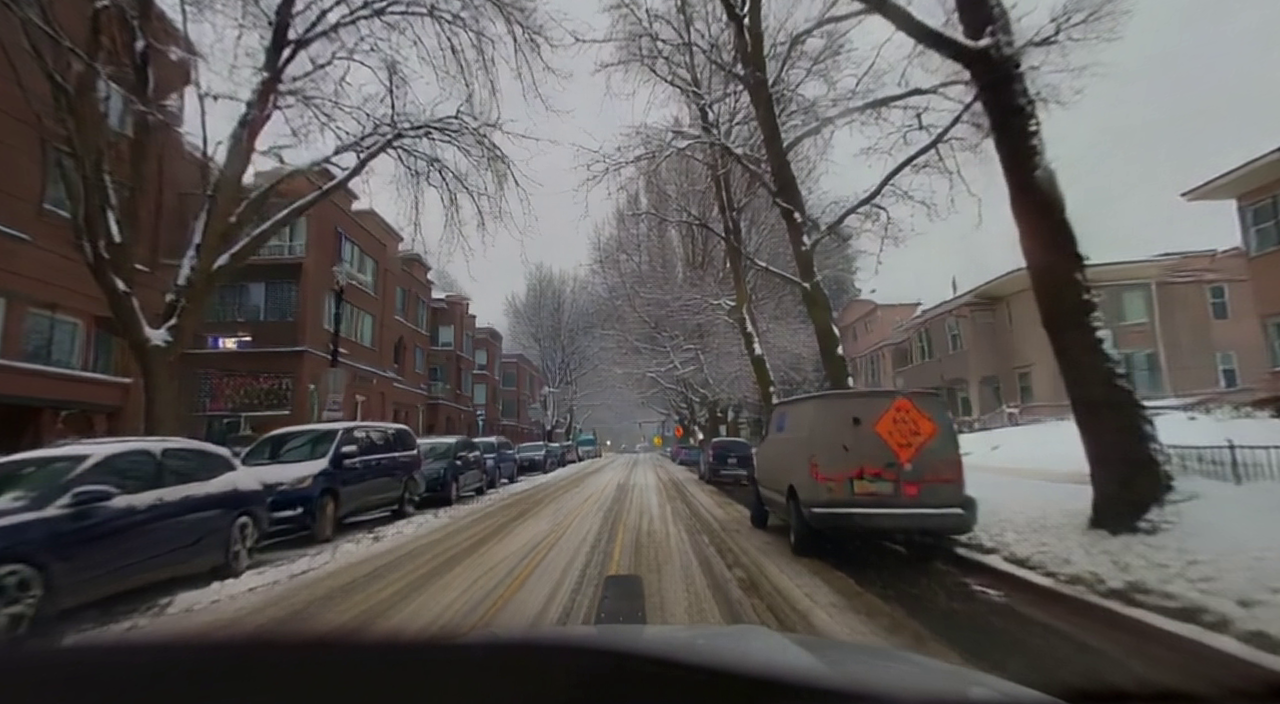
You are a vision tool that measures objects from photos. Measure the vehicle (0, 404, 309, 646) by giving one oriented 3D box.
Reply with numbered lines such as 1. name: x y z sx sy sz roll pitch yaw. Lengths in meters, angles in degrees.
1. vehicle: -5.482 1.507 6.147 1.838 1.725 4.660 0 -9 2

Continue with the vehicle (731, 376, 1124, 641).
1. vehicle: 2.749 1.397 7.846 2.259 2.119 5.281 0 -3 -2

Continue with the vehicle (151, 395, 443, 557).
1. vehicle: -5.464 2.047 11.347 2.196 2.059 5.748 -2 -8 -2

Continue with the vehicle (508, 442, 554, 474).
1. vehicle: -5.476 5.379 32.156 1.722 1.491 3.431 0 -9 0

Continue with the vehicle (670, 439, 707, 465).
1. vehicle: 2.951 6.208 39.178 1.835 1.490 4.134 0 -9 -2
